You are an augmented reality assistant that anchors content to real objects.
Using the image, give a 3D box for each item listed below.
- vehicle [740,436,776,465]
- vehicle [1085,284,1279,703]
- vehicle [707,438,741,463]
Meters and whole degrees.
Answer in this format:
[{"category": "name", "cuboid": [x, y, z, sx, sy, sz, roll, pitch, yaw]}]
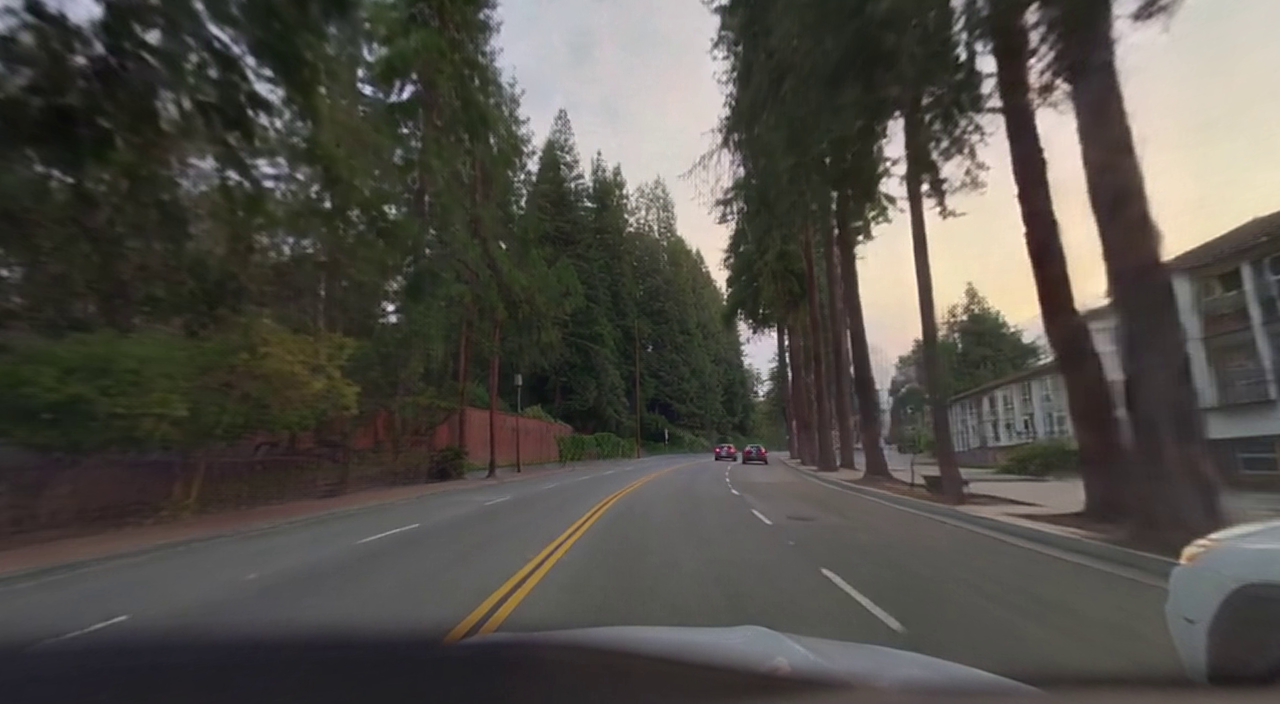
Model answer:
[{"category": "vehicle", "cuboid": [7.591, 6.322, 40.421, 2.069, 1.791, 4.422, -1, -9, 10]}, {"category": "vehicle", "cuboid": [3.336, 0.461, 0.552, 2.219, 1.881, 5.104, 0, -8, 2]}, {"category": "vehicle", "cuboid": [6.600, 7.664, 49.108, 2.158, 1.852, 4.485, -2, -9, 13]}]
